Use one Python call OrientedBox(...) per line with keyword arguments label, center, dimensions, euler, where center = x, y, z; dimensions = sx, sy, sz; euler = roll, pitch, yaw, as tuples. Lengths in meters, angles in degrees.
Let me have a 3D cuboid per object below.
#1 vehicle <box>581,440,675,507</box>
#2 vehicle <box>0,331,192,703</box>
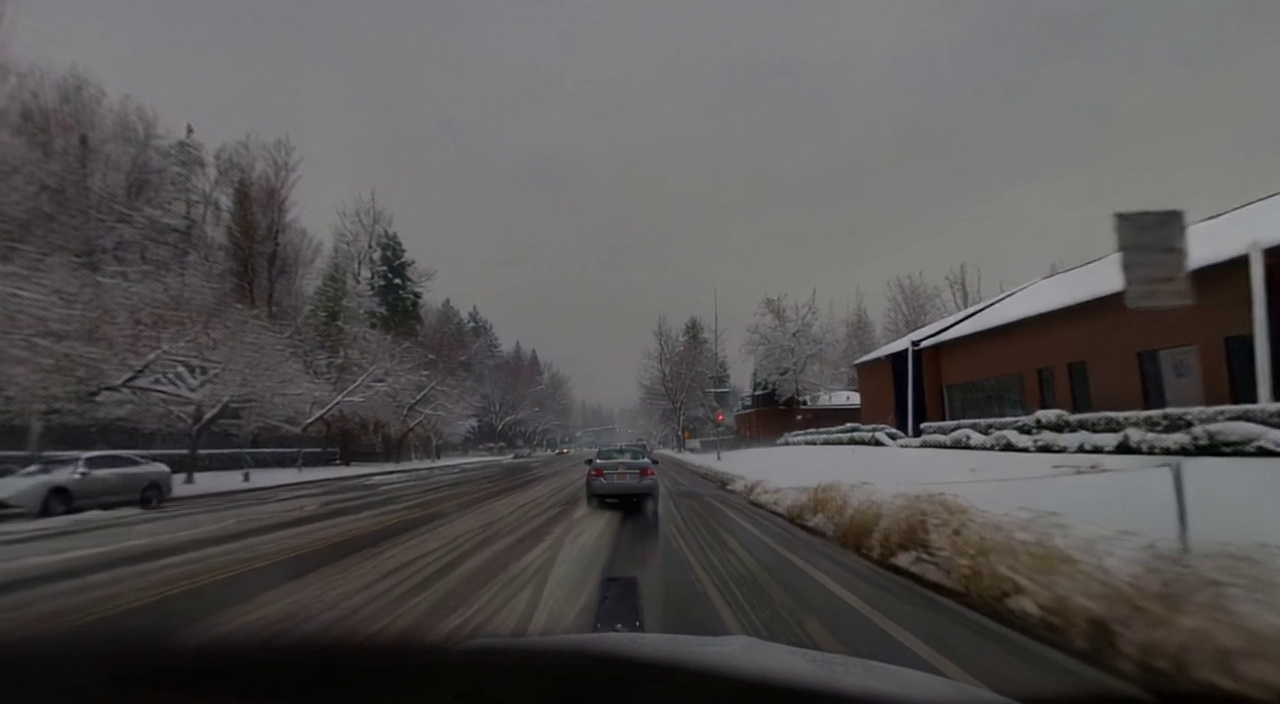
OrientedBox(label="vehicle", center=(-0.303, 3.062, 16.454), dimensions=(2.116, 1.479, 4.358), euler=(0, -8, -1))
OrientedBox(label="vehicle", center=(-3.263, 0.556, 0.533), dimensions=(2.294, 1.695, 4.792), euler=(0, -8, -1))
